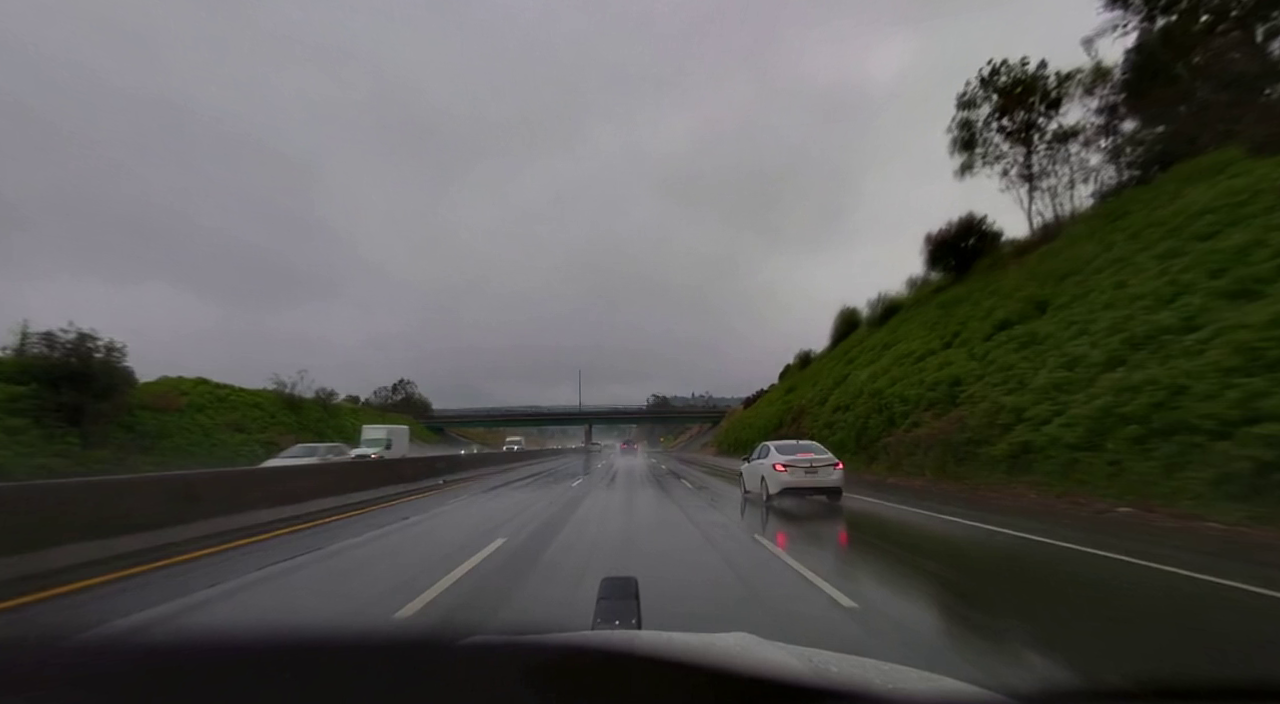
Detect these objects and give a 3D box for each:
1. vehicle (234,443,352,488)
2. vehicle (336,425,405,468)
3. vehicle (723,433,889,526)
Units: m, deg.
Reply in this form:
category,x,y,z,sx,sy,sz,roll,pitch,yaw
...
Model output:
category,x,y,z,sx,sy,sz,roll,pitch,yaw
vehicle,-12.409,4.062,22.933,1.844,1.418,4.275,0,-8,0
vehicle,-16.782,5.882,39.637,2.100,2.508,5.044,0,-8,-1
vehicle,3.021,2.392,12.558,2.079,1.515,4.196,0,-8,-1
